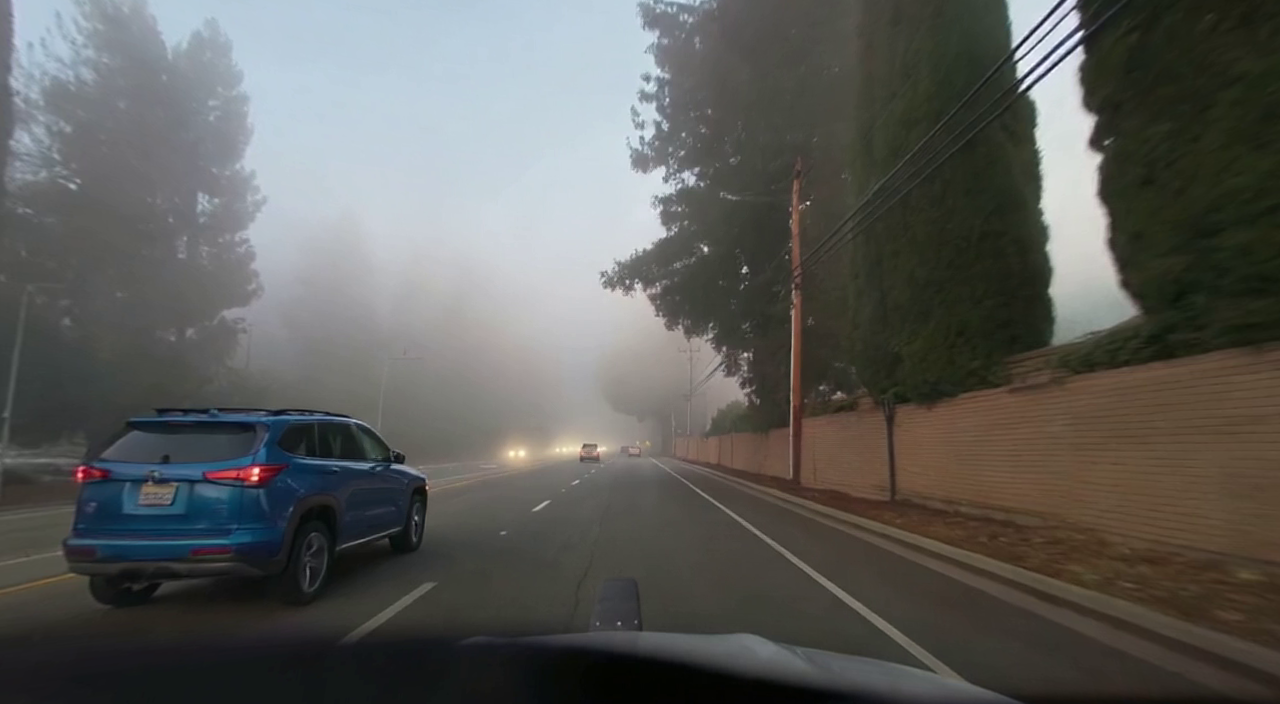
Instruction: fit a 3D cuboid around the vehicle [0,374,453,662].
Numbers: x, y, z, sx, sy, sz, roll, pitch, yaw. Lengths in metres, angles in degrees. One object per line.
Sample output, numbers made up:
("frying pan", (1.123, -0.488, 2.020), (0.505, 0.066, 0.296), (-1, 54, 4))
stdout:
("vehicle", (-3.606, 1.320, 6.145), (2.147, 1.730, 4.555), (0, -8, 0))
